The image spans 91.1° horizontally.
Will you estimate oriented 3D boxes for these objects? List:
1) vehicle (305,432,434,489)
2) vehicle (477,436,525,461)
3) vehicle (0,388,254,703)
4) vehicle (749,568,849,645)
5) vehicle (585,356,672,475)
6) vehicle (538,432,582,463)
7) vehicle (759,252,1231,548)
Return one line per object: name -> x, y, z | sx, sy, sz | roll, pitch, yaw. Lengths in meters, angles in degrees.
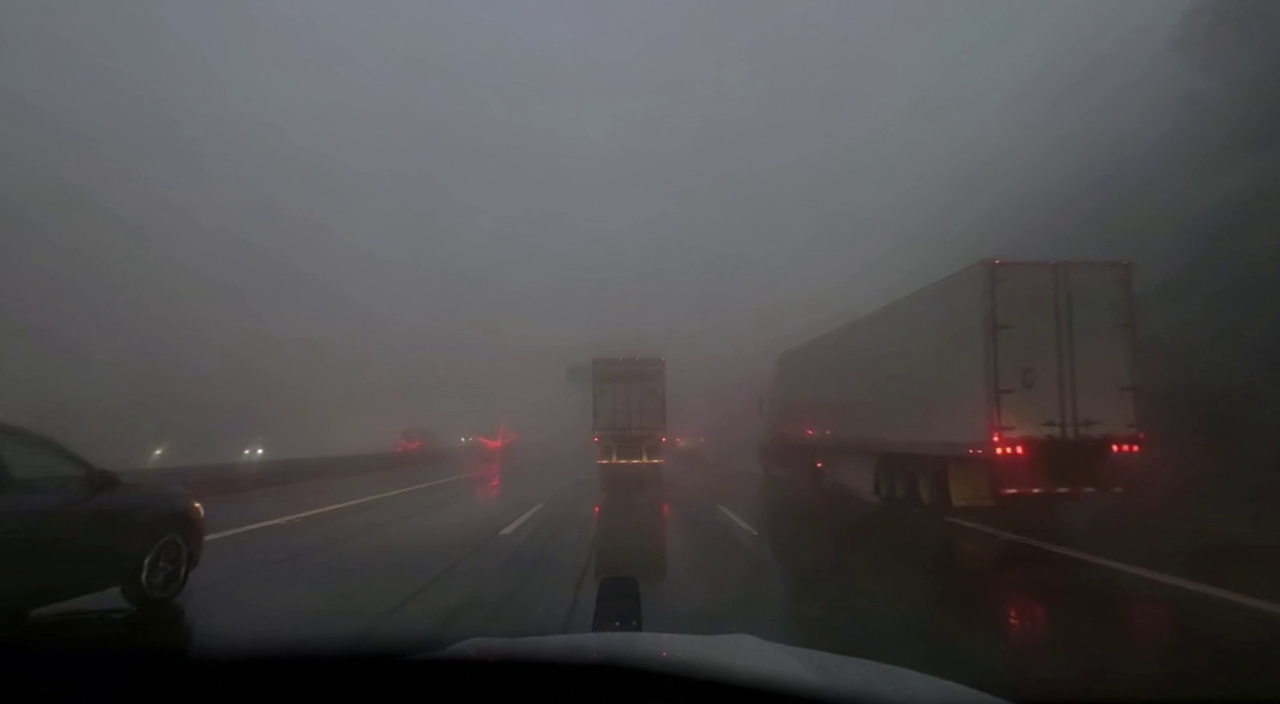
vehicle -> -7.777, 3.131, 18.617 | 1.909, 1.479, 4.425 | 0, -8, -1
vehicle -> -8.624, 6.004, 39.274 | 2.019, 1.471, 4.347 | 0, -8, 0
vehicle -> -3.882, 0.912, 2.812 | 1.882, 1.493, 3.828 | 0, -8, -1
vehicle -> 5.654, 9.148, 22.818 | 2.835, 2.000, 2.696 | 1, -8, -2
vehicle -> -0.531, 2.802, 26.251 | 2.938, 4.033, 9.980 | 0, -8, -2
vehicle -> -4.532, 5.448, 36.042 | 1.986, 1.612, 4.155 | 0, -8, 0
vehicle -> 6.003, 1.523, 15.381 | 2.863, 3.936, 14.058 | 0, -8, -2
